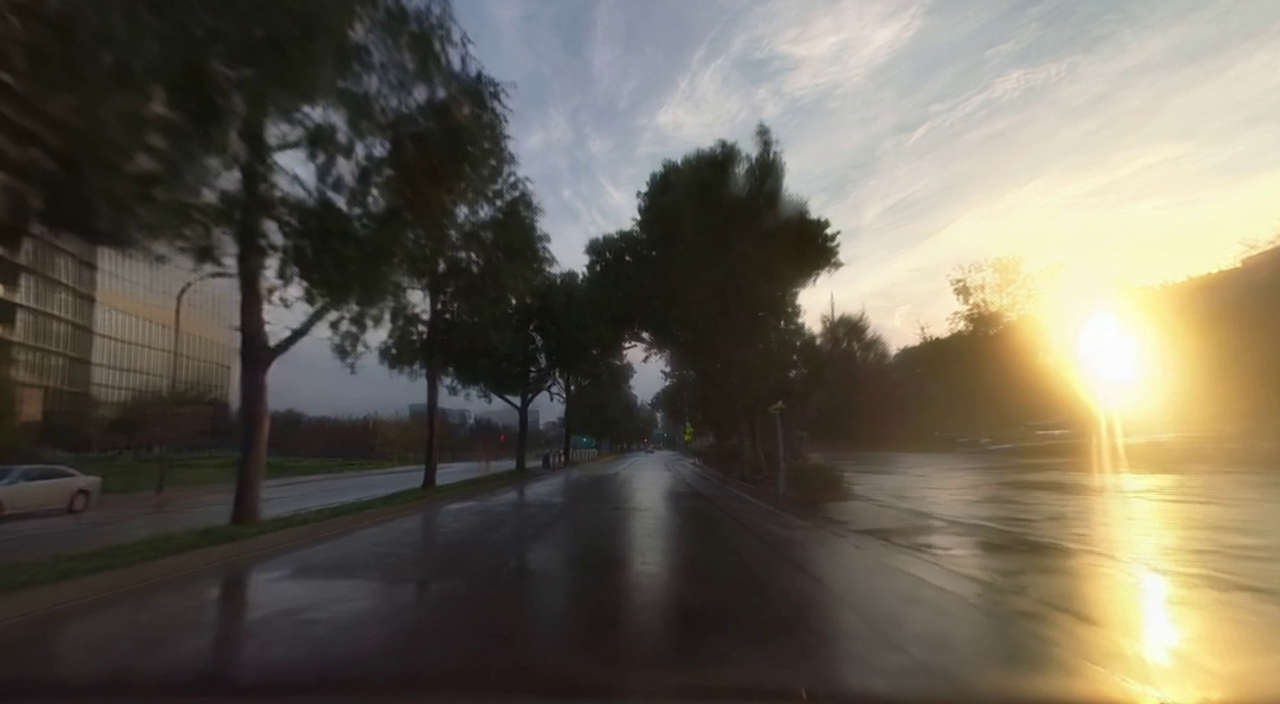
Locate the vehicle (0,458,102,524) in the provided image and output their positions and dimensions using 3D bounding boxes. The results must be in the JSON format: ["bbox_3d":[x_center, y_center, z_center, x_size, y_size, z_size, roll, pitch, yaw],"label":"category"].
[{"bbox_3d":[-16.838,3.647,16.335,1.807,1.570,4.557,-3,-9,-1],"label":"vehicle"}]
